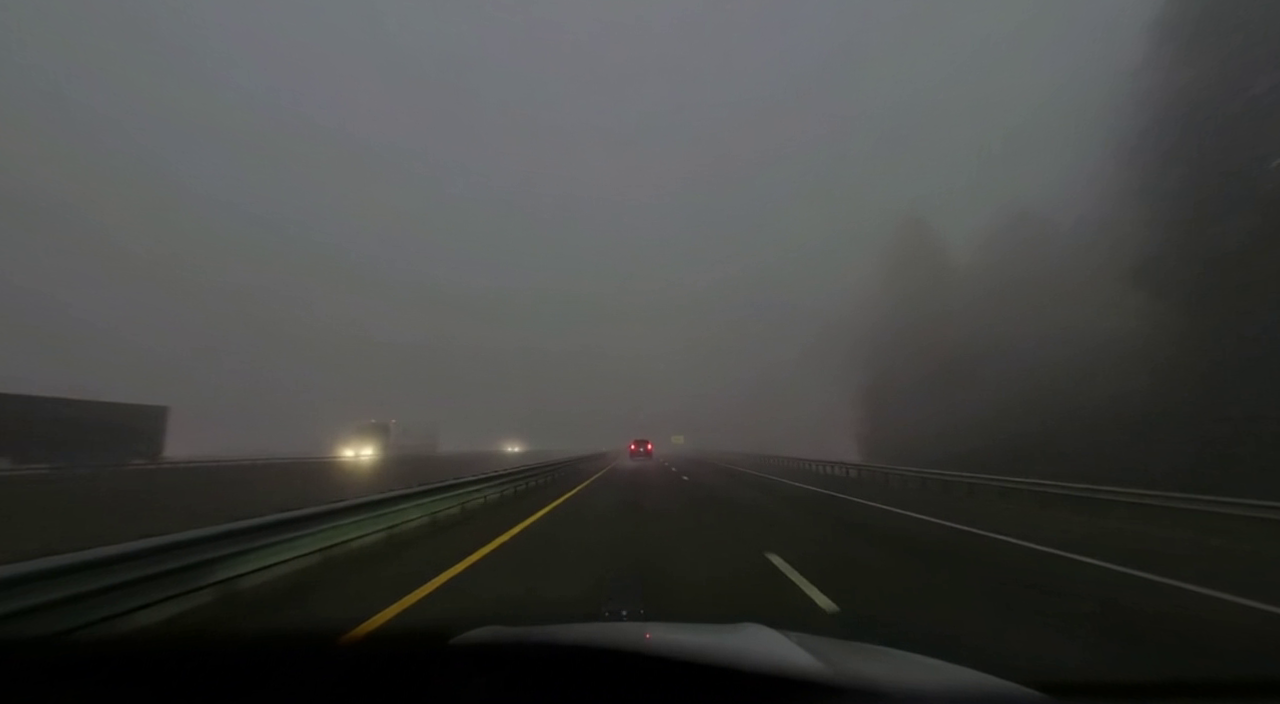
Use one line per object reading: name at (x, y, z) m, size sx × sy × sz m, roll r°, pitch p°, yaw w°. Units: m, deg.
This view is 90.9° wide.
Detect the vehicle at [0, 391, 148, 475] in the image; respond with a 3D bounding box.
vehicle at (-33.494, 4.307, 33.167) m, size 2.899 × 4.181 × 15.493 m, roll 0°, pitch -8°, yaw 0°
